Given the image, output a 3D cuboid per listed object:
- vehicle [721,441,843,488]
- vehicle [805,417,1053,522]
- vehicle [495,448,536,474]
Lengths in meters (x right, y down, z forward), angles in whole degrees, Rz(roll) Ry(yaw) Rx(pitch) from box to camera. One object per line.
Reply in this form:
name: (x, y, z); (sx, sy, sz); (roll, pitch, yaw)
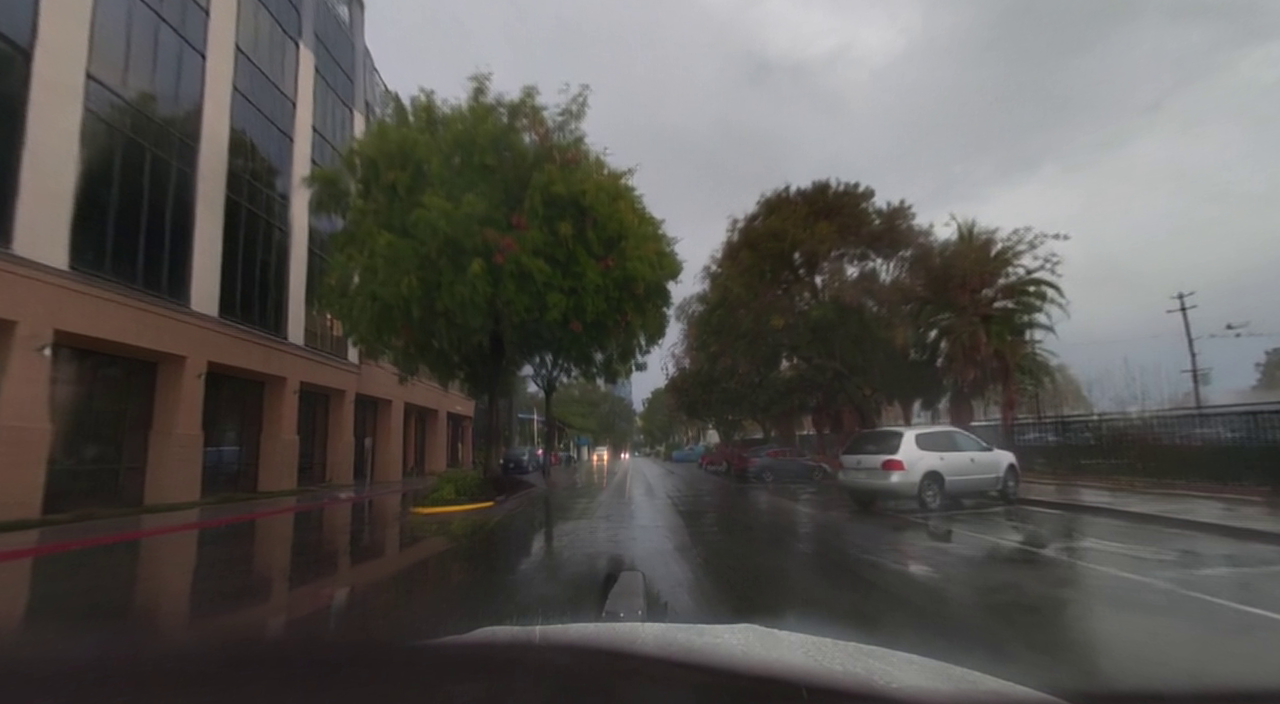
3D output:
vehicle: (5.043, 3.938, 22.451); (3.752, 1.494, 2.083); (5, -9, -30)
vehicle: (6.421, 2.449, 13.973); (5.061, 1.829, 2.274); (2, -8, -29)
vehicle: (-8.976, 7.872, 45.967); (2.172, 1.707, 4.273); (0, -8, -1)
